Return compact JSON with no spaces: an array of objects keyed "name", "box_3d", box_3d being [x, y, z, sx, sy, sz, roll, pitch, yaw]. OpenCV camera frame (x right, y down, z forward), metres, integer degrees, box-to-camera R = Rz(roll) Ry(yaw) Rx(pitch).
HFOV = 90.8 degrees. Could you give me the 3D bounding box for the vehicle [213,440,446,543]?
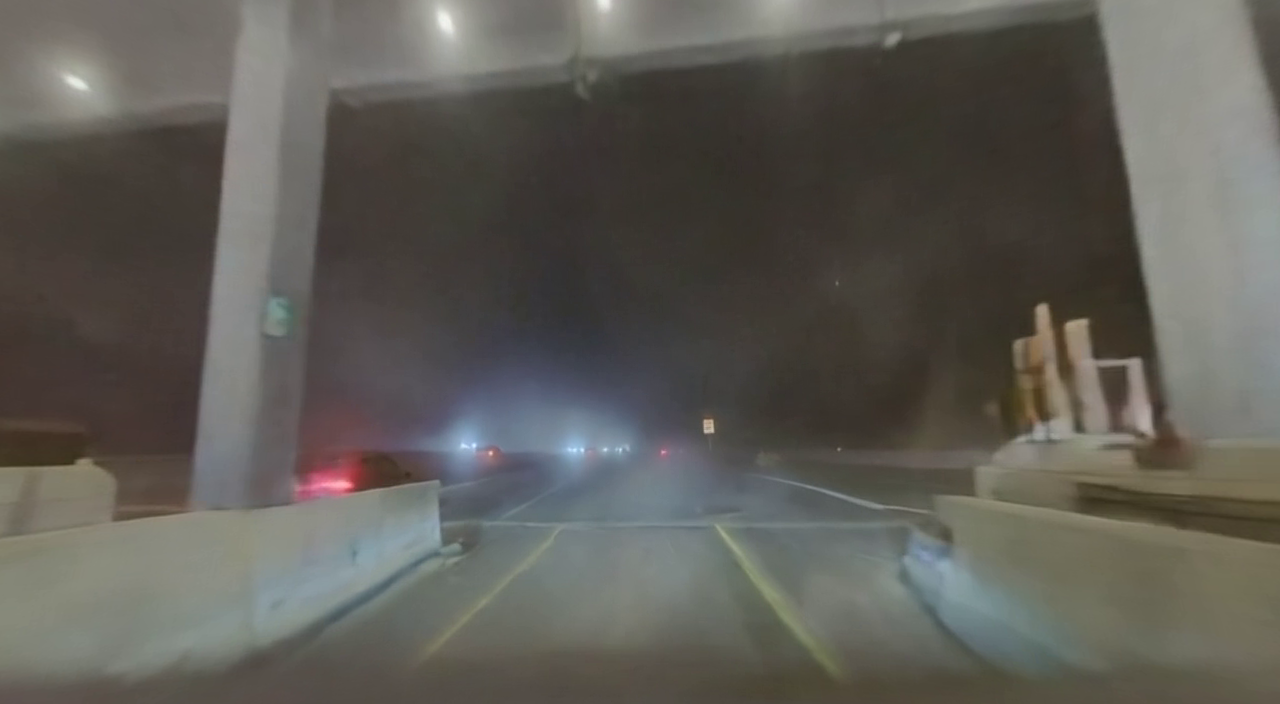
[{"name":"vehicle","box_3d":[-5.193,2.353,11.401,1.981,1.465,4.334,0,-8,0]}]
